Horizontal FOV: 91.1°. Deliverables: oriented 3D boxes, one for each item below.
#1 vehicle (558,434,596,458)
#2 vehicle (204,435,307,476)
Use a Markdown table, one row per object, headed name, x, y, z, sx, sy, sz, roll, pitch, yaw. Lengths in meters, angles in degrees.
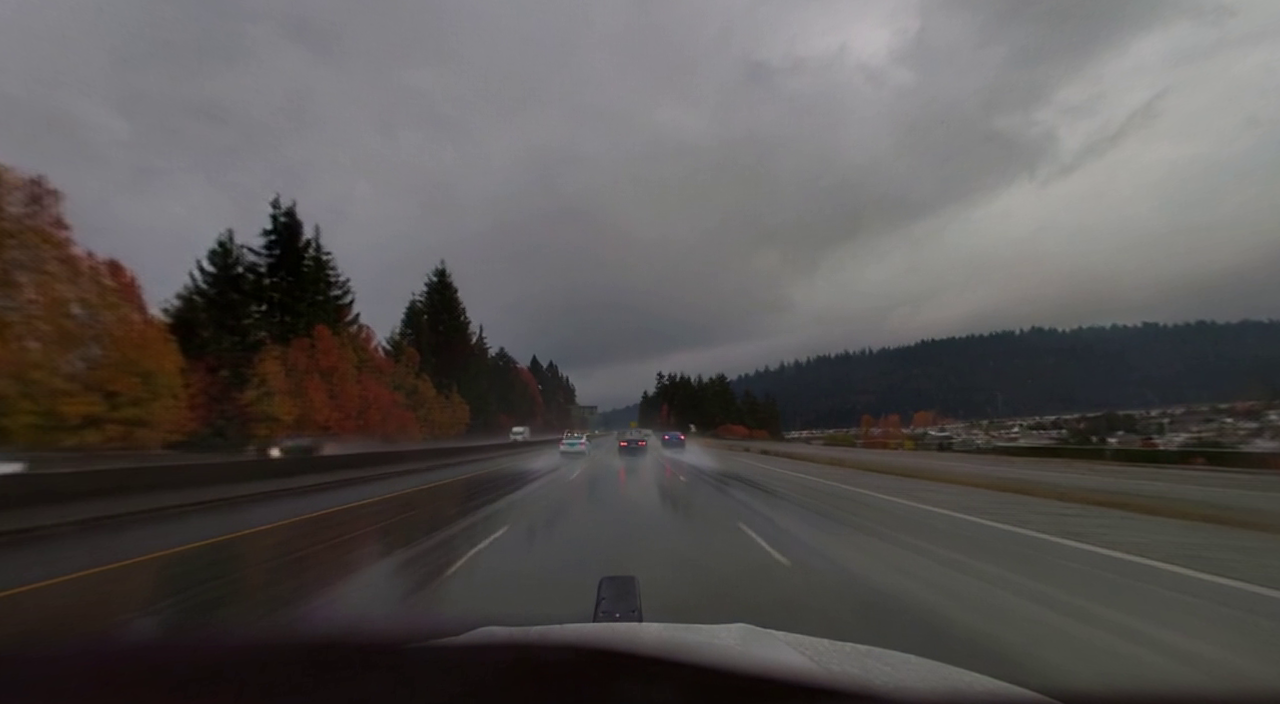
| name | x | y | z | sx | sy | sz | roll | pitch | yaw |
| --- | --- | --- | --- | --- | --- | --- | --- | --- | --- |
| vehicle | -4.144 | 6.264 | 41.956 | 2.103 | 1.507 | 4.367 | 0 | -8 | 0 |
| vehicle | -20.329 | 5.461 | 33.604 | 2.166 | 2.003 | 5.341 | 0 | -8 | -1 |
